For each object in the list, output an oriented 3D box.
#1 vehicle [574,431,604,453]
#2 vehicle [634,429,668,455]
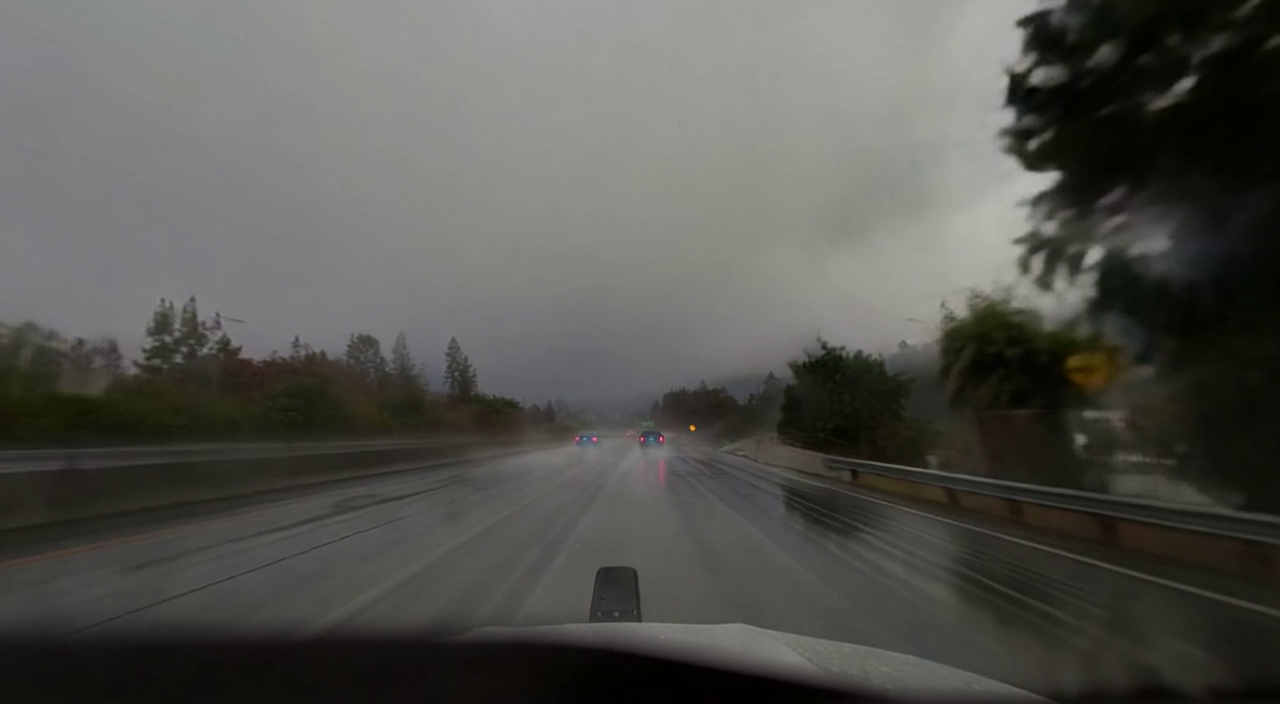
[{"bbox_3d":[-3.770,6.759,47.374,1.950,1.518,3.941,0,-8,0],"label":"vehicle"},{"bbox_3d":[0.667,5.817,40.884,2.041,1.618,3.898,0,-8,0],"label":"vehicle"}]
